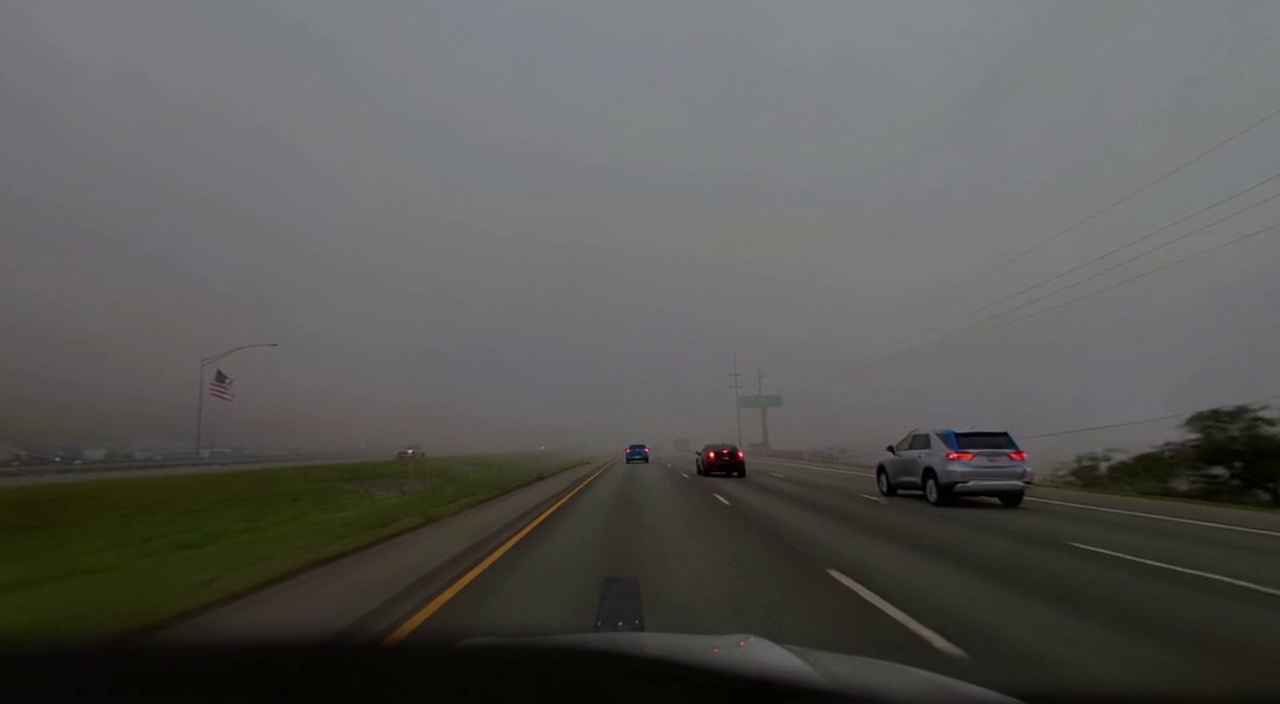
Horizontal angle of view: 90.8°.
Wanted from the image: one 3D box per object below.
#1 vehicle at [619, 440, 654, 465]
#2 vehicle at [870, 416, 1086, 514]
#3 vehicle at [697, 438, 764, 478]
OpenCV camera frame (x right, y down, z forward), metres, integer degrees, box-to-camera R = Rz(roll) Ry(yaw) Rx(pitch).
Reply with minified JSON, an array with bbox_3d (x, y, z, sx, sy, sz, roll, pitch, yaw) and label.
[{"bbox_3d":[-0.229,6.264,39.401,2.085,1.449,3.860,0,-8,-1],"label":"vehicle"},{"bbox_3d":[7.174,2.447,14.196,2.114,1.800,4.779,0,-8,-1],"label":"vehicle"},{"bbox_3d":[3.594,4.289,25.801,1.978,1.488,4.252,0,-8,-2],"label":"vehicle"}]
